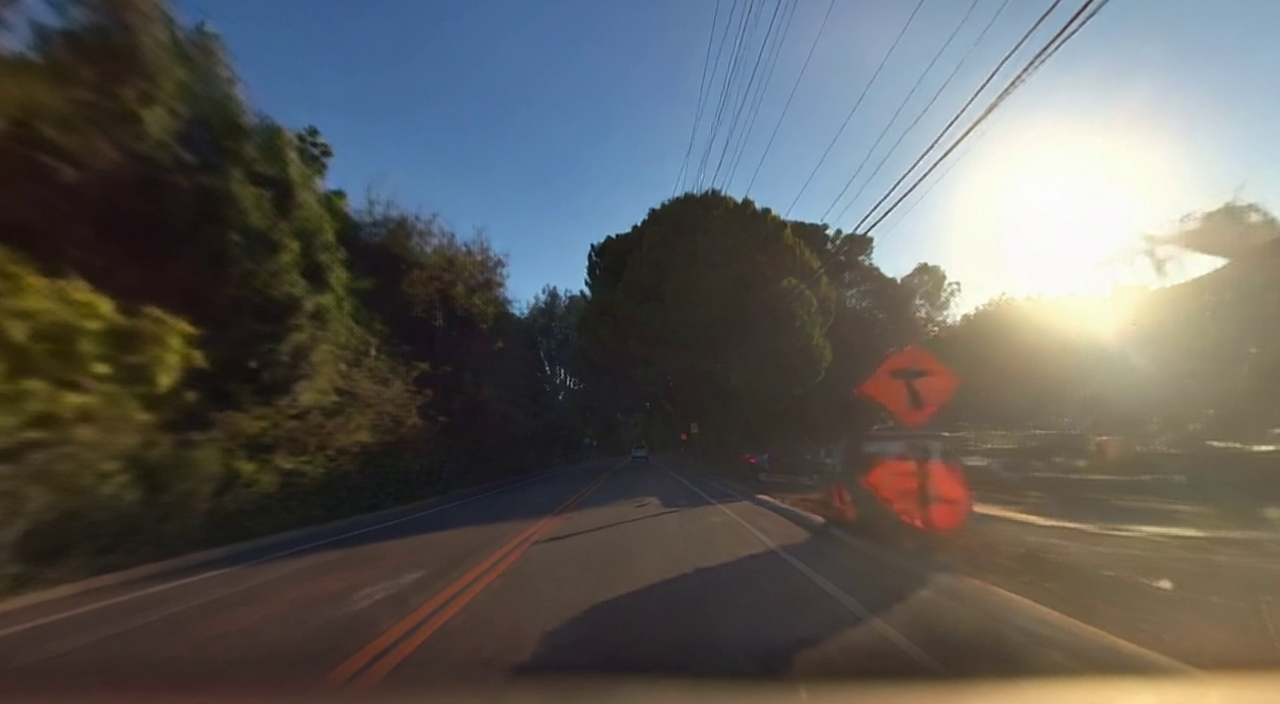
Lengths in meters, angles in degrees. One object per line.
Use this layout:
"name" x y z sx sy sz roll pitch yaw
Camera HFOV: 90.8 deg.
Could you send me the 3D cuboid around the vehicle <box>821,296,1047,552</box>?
"vehicle" 4.109 1.035 9.277 2.374 3.357 1.724 0 -9 4
